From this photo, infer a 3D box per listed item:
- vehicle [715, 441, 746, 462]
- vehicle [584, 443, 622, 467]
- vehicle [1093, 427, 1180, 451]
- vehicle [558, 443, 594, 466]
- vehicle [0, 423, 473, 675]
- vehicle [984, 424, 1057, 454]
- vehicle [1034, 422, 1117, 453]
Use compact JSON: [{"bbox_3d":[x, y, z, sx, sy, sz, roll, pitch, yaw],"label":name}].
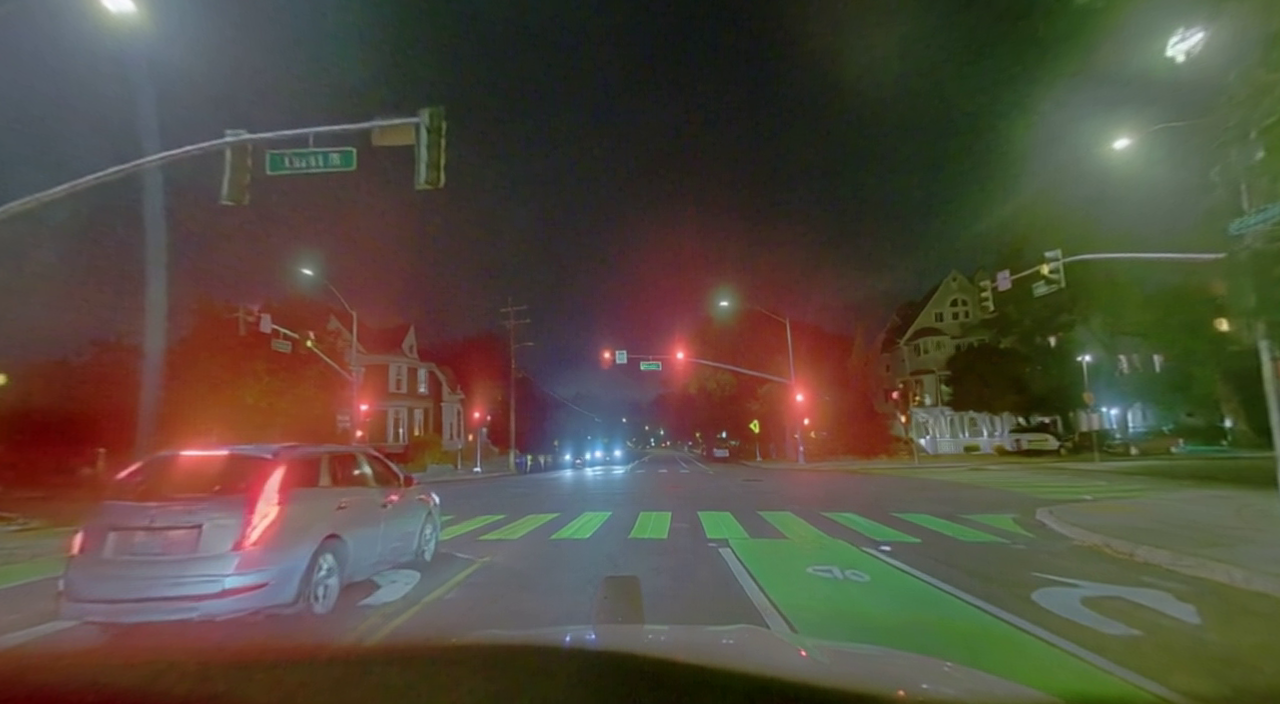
[{"bbox_3d":[6.935,7.653,48.488,1.891,1.584,3.802,0,-9,2],"label":"vehicle"},{"bbox_3d":[-2.325,6.659,40.804,1.982,1.472,4.103,-1,-9,3],"label":"vehicle"},{"bbox_3d":[30.779,5.455,39.196,1.837,1.396,4.695,-1,-9,4],"label":"vehicle"},{"bbox_3d":[-4.799,7.728,47.583,1.982,1.686,4.195,-1,-9,4],"label":"vehicle"},{"bbox_3d":[-3.328,1.546,6.232,1.904,1.489,4.746,0,-9,2],"label":"vehicle"},{"bbox_3d":[23.803,5.519,39.574,1.964,1.759,4.583,-1,-9,4],"label":"vehicle"},{"bbox_3d":[26.965,5.354,39.176,2.033,1.821,4.542,0,-9,2],"label":"vehicle"}]
